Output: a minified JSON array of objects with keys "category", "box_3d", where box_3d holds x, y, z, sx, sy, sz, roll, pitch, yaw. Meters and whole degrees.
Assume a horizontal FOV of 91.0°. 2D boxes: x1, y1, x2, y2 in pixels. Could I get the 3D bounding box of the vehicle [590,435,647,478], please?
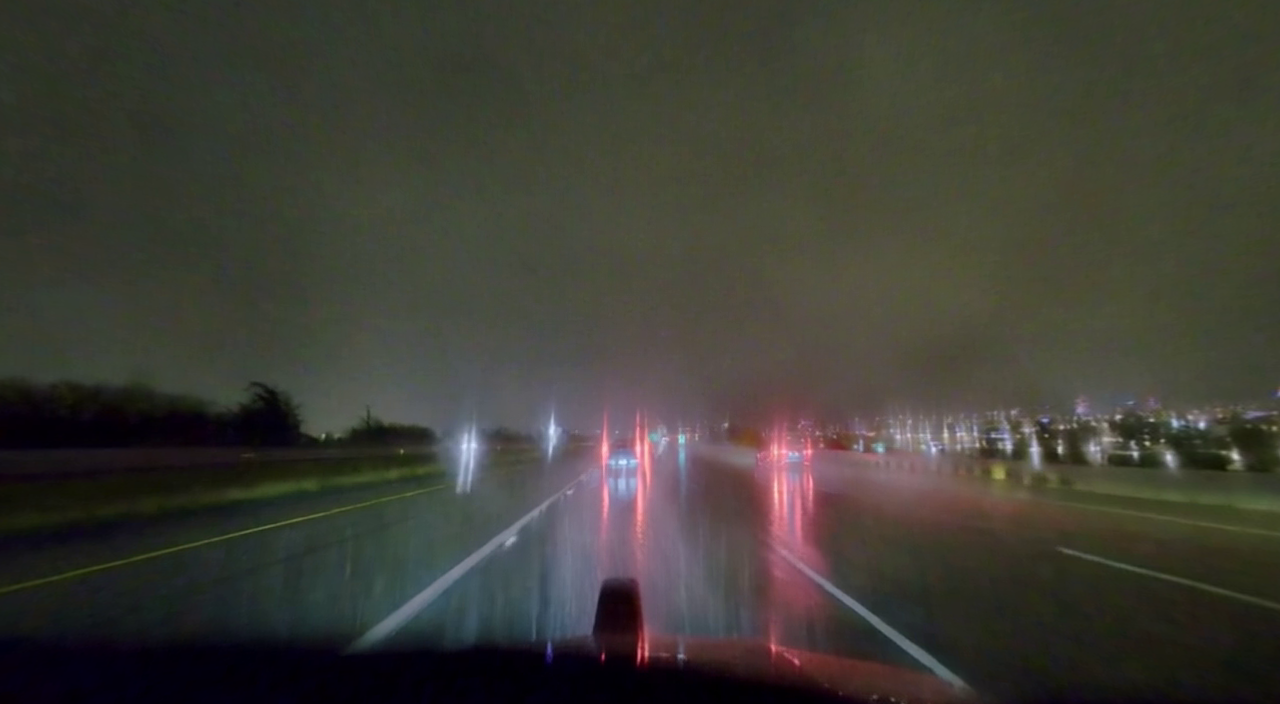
[{"category":"vehicle","box_3d":[-0.803,4.229,25.655,2.147,1.576,3.964,0,-8,0]}]
